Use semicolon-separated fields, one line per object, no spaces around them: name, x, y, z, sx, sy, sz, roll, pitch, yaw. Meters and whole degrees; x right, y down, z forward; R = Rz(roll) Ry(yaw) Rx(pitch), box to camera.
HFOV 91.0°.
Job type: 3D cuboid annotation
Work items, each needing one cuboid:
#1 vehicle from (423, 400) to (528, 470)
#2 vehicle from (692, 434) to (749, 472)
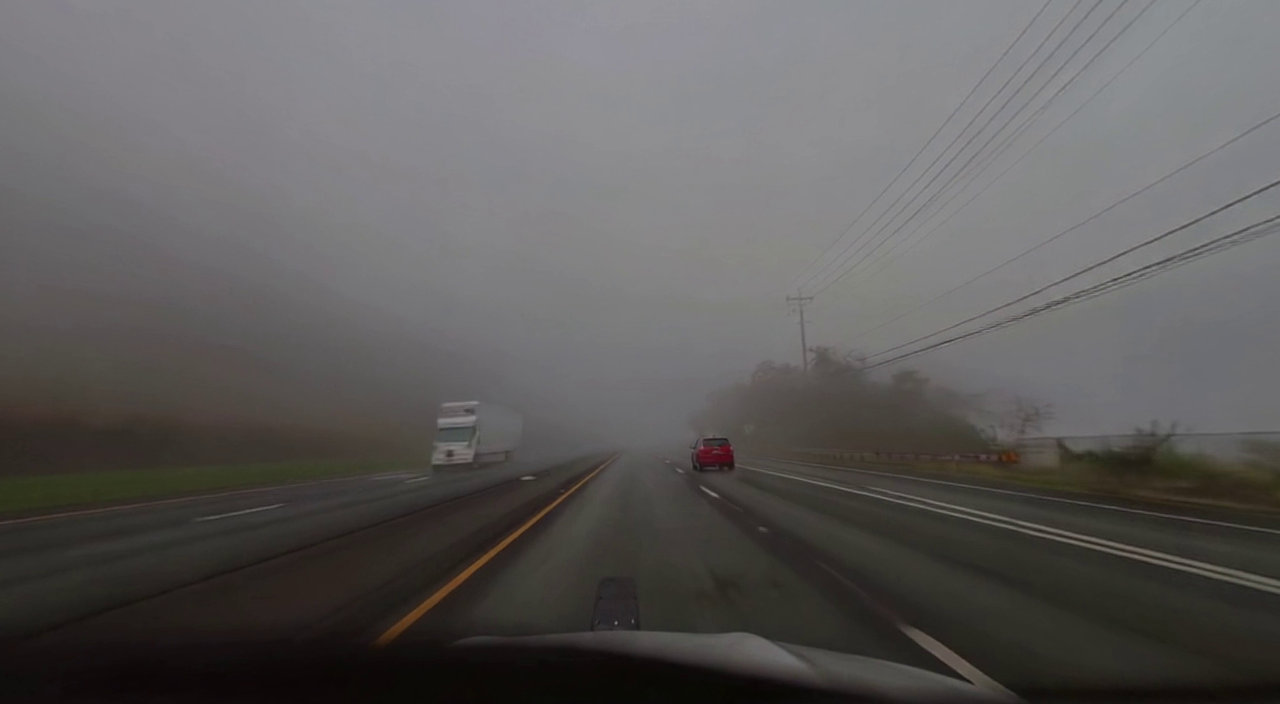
vehicle;-11.201;6.108;45.571;3.267;4.085;16.559;-1;-8;0
vehicle;3.600;4.609;28.911;1.977;1.581;4.428;0;-8;-1
